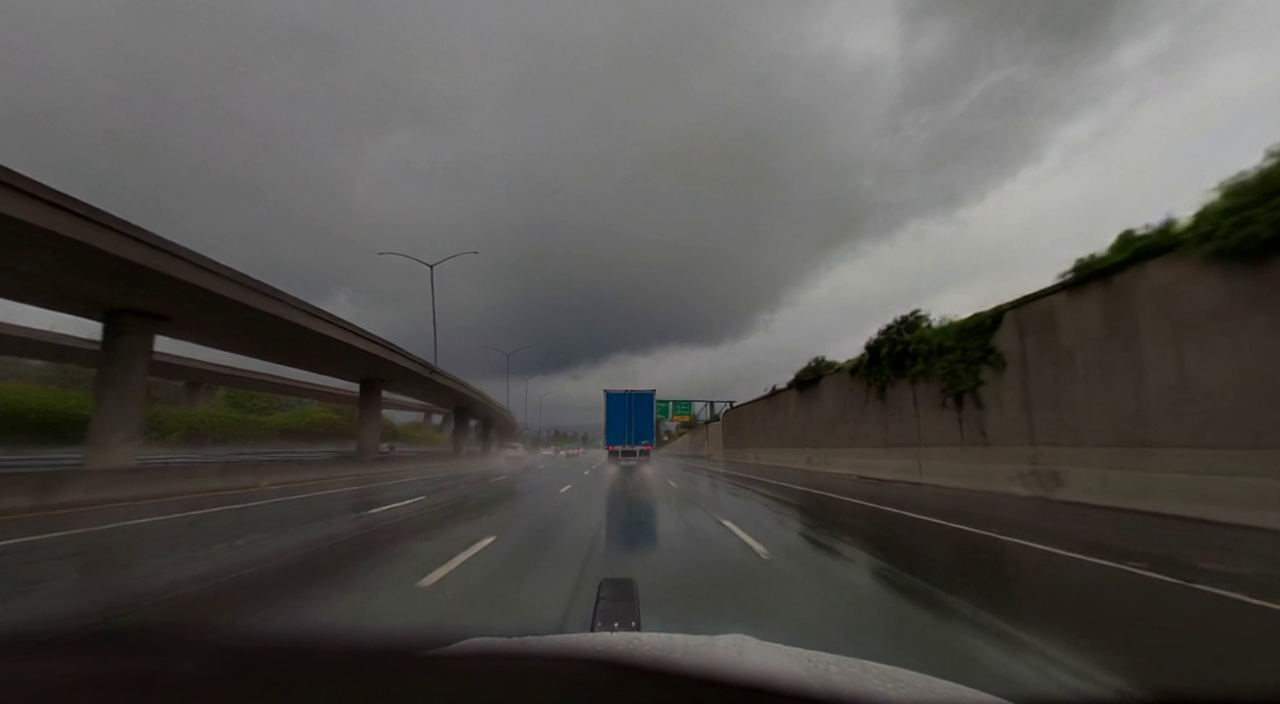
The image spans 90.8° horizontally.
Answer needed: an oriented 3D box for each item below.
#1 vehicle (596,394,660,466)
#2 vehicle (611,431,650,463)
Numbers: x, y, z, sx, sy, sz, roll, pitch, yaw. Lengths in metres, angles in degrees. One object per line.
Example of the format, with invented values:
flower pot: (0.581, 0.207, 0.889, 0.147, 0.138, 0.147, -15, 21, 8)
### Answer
vehicle: (-0.657, 4.847, 37.845, 3.233, 3.678, 11.032, 1, -9, -1)
vehicle: (-0.546, 5.273, 35.234, 2.052, 1.666, 4.358, 0, -8, -2)
